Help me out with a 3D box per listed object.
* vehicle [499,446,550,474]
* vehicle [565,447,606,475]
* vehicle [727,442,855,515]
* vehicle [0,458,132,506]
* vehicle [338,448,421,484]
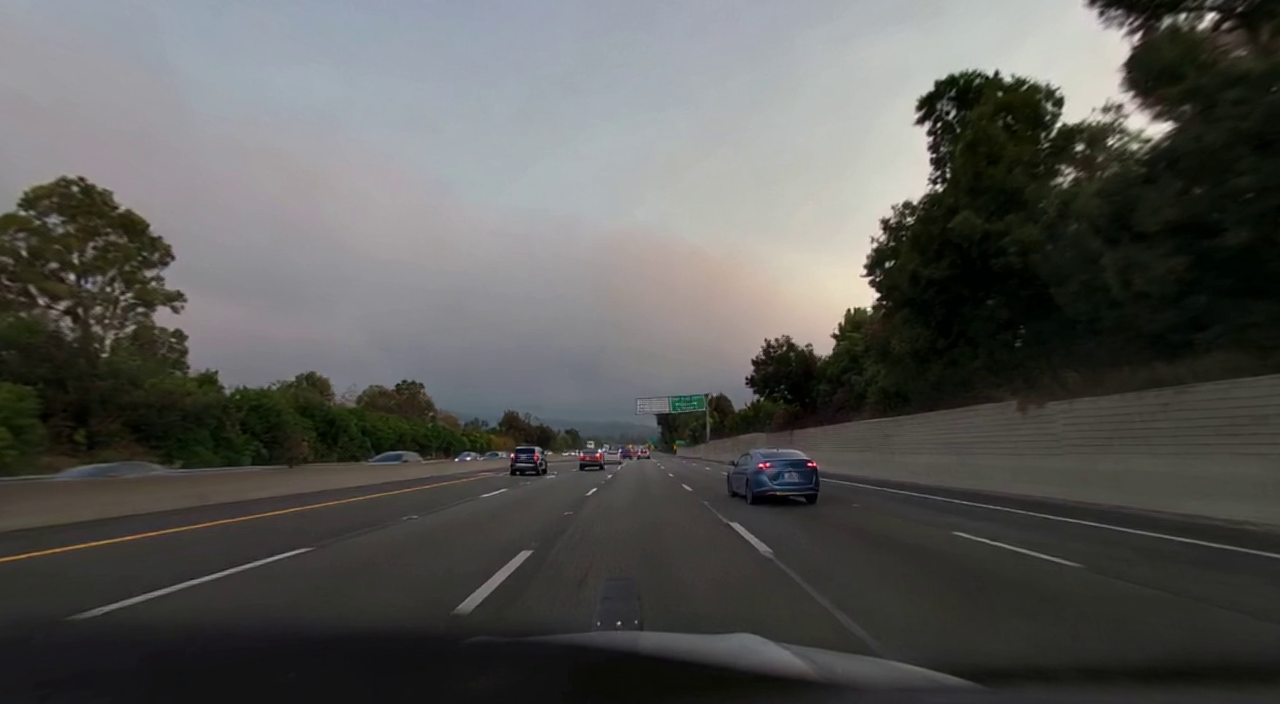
[{"bbox_3d":[-6.768,6.370,37.347,2.107,1.541,4.713,0,-9,1],"label":"vehicle"},{"bbox_3d":[-3.162,6.393,37.249,2.030,1.563,4.389,0,-9,0],"label":"vehicle"},{"bbox_3d":[3.414,2.931,15.120,1.979,1.486,4.125,0,-9,-1],"label":"vehicle"},{"bbox_3d":[-21.633,4.765,23.479,1.807,1.494,4.265,0,-9,0],"label":"vehicle"},{"bbox_3d":[-11.815,5.158,28.871,1.987,1.514,4.099,0,-9,1],"label":"vehicle"}]
